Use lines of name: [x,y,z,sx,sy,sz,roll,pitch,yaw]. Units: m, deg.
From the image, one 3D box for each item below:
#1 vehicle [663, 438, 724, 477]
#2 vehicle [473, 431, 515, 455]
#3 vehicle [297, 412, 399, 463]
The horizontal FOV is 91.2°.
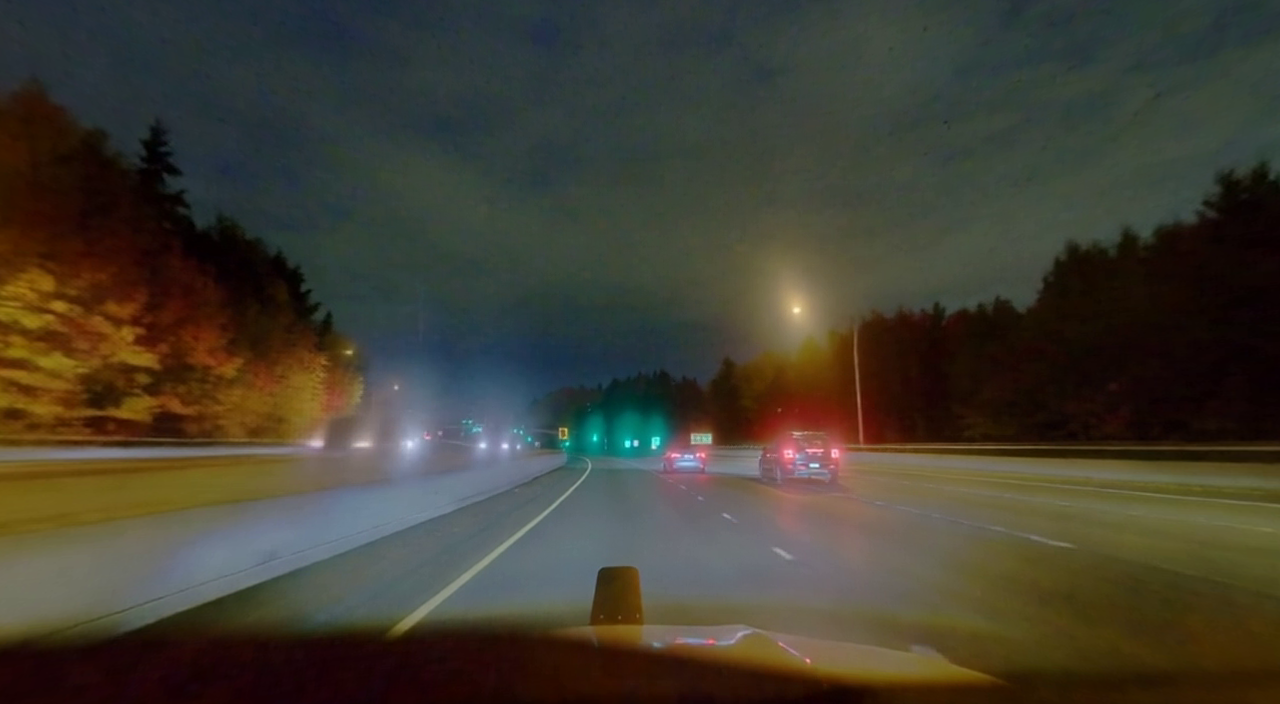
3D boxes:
vehicle: [2.409,4.933,29.462,2.337,1.633,4.222,0,-9,-2]
vehicle: [-10.825,6.858,46.859,2.185,1.675,4.704,0,-9,-2]
vehicle: [-10.483,3.159,22.862,1.842,1.663,3.995,0,-9,-1]
